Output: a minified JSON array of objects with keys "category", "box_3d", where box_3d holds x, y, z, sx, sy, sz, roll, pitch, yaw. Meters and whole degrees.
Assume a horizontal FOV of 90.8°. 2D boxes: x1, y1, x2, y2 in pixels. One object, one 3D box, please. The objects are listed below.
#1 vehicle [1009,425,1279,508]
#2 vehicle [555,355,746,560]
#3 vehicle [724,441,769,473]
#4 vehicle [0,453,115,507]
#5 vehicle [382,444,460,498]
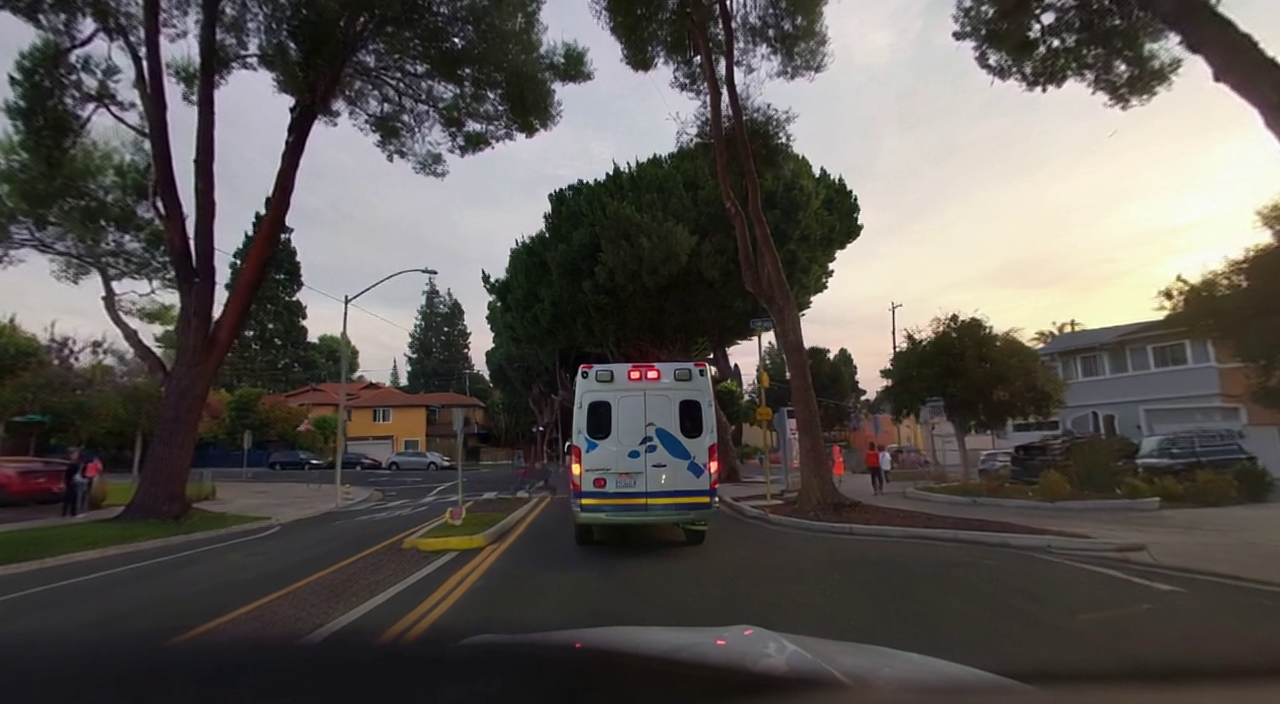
[{"category":"vehicle","box_3d":[13.189,2.996,16.736,5.270,1.966,2.329,-2,-9,11]},{"category":"vehicle","box_3d":[0.142,1.753,10.995,2.444,2.640,5.482,0,-8,0]},{"category":"vehicle","box_3d":[6.600,6.414,38.875,2.056,1.810,4.502,-3,-9,17]},{"category":"vehicle","box_3d":[-18.738,3.768,18.798,4.412,1.468,1.914,0,-8,-3]},{"category":"vehicle","box_3d":[-8.459,4.419,24.048,2.290,1.776,4.947,3,-9,-24]}]
